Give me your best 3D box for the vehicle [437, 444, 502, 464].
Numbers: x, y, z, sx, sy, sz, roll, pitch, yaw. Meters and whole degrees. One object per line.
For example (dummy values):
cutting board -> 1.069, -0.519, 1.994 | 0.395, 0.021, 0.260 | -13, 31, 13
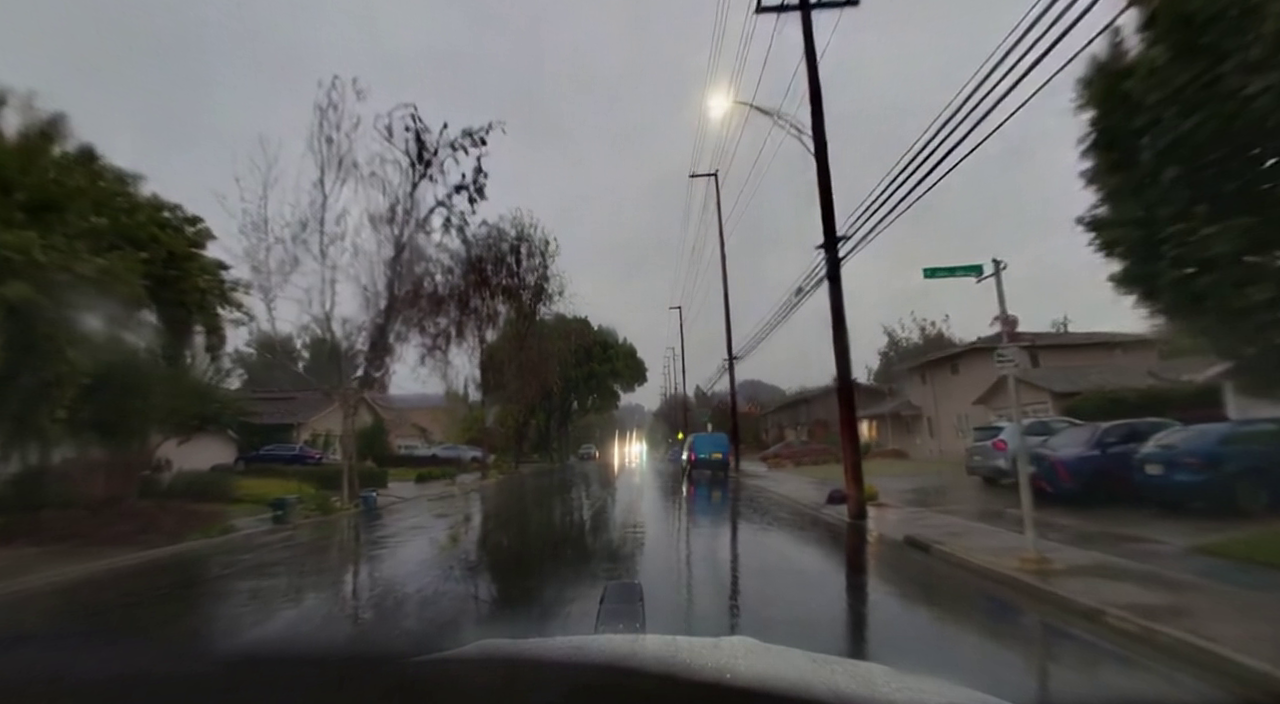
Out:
vehicle -> -12.989, 7.816, 48.345 | 4.443, 1.475, 1.932 | 1, -8, -2

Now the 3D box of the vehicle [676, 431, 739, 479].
vehicle -> 3.098, 4.870, 30.226 | 2.311, 2.069, 5.156 | 0, -8, -1

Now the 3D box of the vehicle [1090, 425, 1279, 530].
vehicle -> 9.884, 1.899, 9.870 | 4.125, 1.461, 1.984 | 0, -8, 1

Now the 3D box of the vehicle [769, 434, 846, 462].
vehicle -> 11.261, 6.475, 42.629 | 4.602, 1.799, 1.859 | 0, -8, -1

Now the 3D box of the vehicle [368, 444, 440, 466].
vehicle -> -17.863, 7.823, 48.059 | 4.615, 1.482, 2.073 | 1, -7, 0

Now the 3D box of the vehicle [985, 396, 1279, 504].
vehicle -> 10.349, 1.994, 13.068 | 5.030, 1.915, 2.221 | -2, -7, 2

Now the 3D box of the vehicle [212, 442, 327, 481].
vehicle -> -18.276, 5.389, 31.328 | 4.414, 1.731, 2.008 | -1, -8, -3
